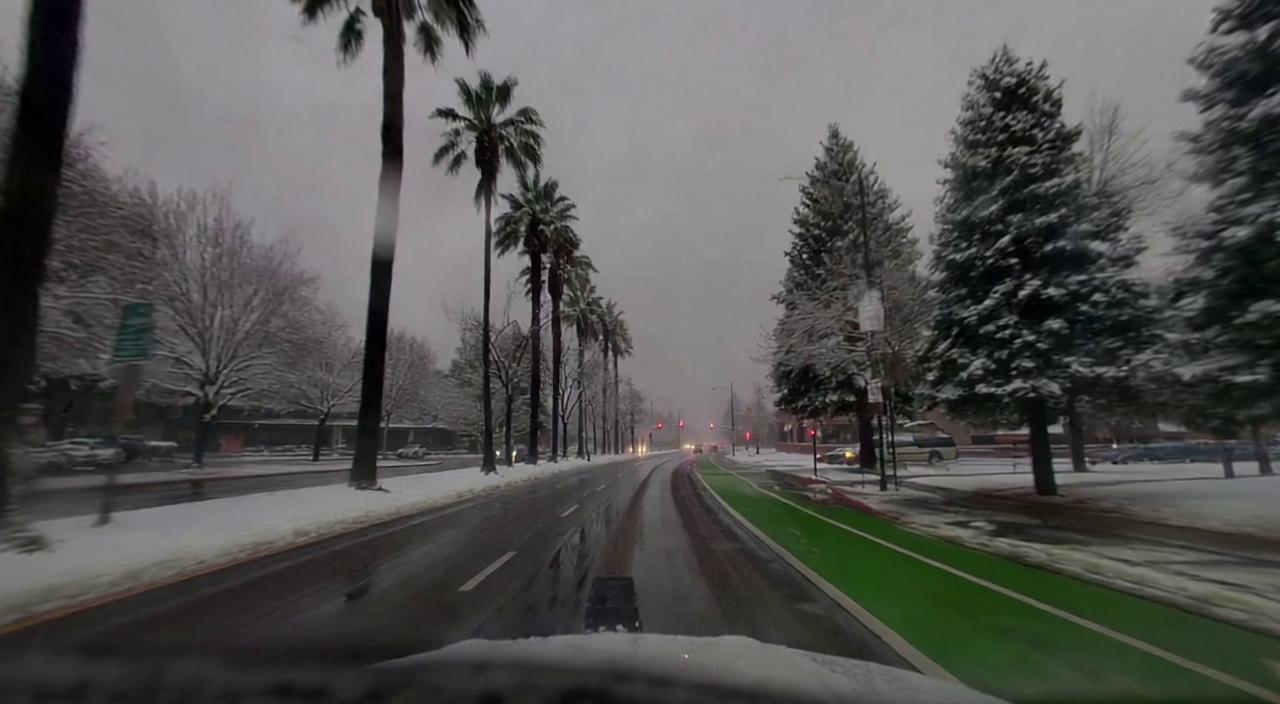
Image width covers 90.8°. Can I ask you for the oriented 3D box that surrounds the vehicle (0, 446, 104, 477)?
[{"bbox_3d":[-29.987,5.440,31.477,4.683,1.446,2.037,0,-8,0],"label":"vehicle"}]

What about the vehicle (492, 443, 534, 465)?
[{"bbox_3d":[-9.390,7.574,47.097,1.925,1.492,4.200,-1,-9,5],"label":"vehicle"}]

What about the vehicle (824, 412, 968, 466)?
[{"bbox_3d":[15.549,5.311,38.698,7.635,3.131,2.691,0,-9,-4],"label":"vehicle"}]

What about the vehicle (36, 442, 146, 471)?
[{"bbox_3d":[-29.896,5.670,34.503,4.143,1.501,1.929,0,-8,0],"label":"vehicle"}]
